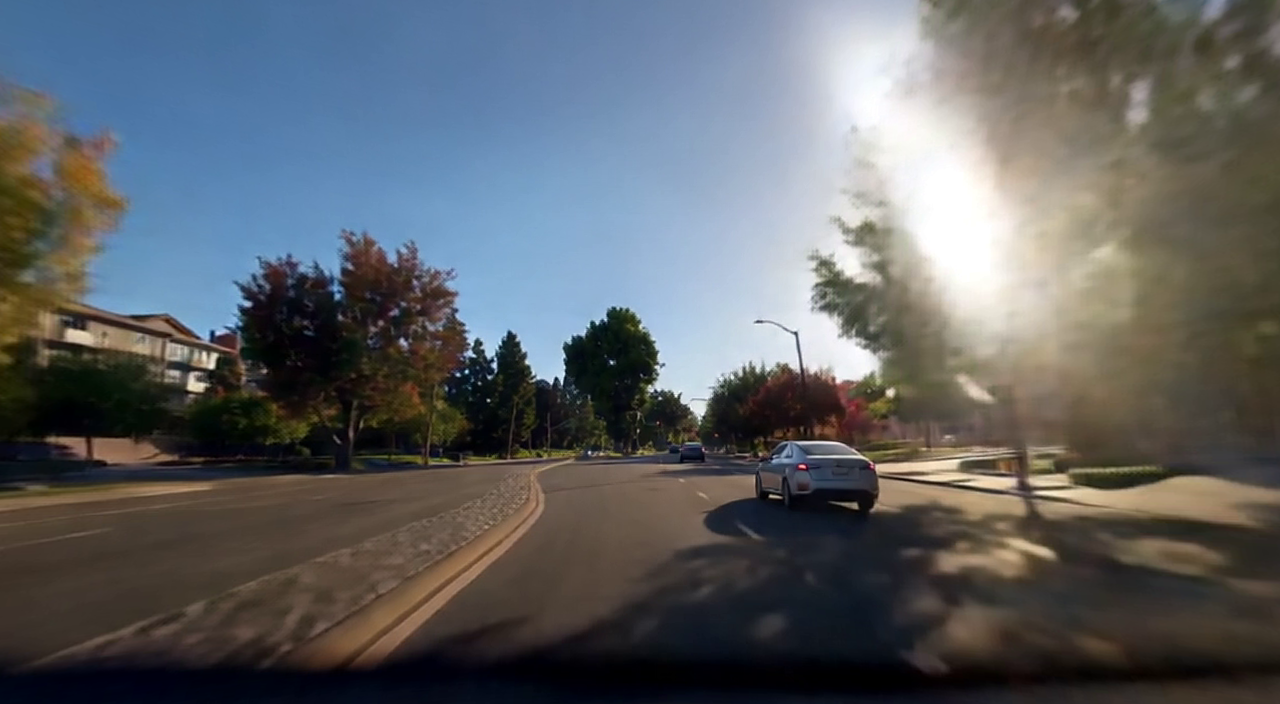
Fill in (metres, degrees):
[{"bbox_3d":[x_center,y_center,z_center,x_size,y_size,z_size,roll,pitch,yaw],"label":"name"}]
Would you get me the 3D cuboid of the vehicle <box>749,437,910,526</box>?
[{"bbox_3d":[3.509,2.474,12.600,1.852,1.453,4.083,0,-9,-2],"label":"vehicle"}]
